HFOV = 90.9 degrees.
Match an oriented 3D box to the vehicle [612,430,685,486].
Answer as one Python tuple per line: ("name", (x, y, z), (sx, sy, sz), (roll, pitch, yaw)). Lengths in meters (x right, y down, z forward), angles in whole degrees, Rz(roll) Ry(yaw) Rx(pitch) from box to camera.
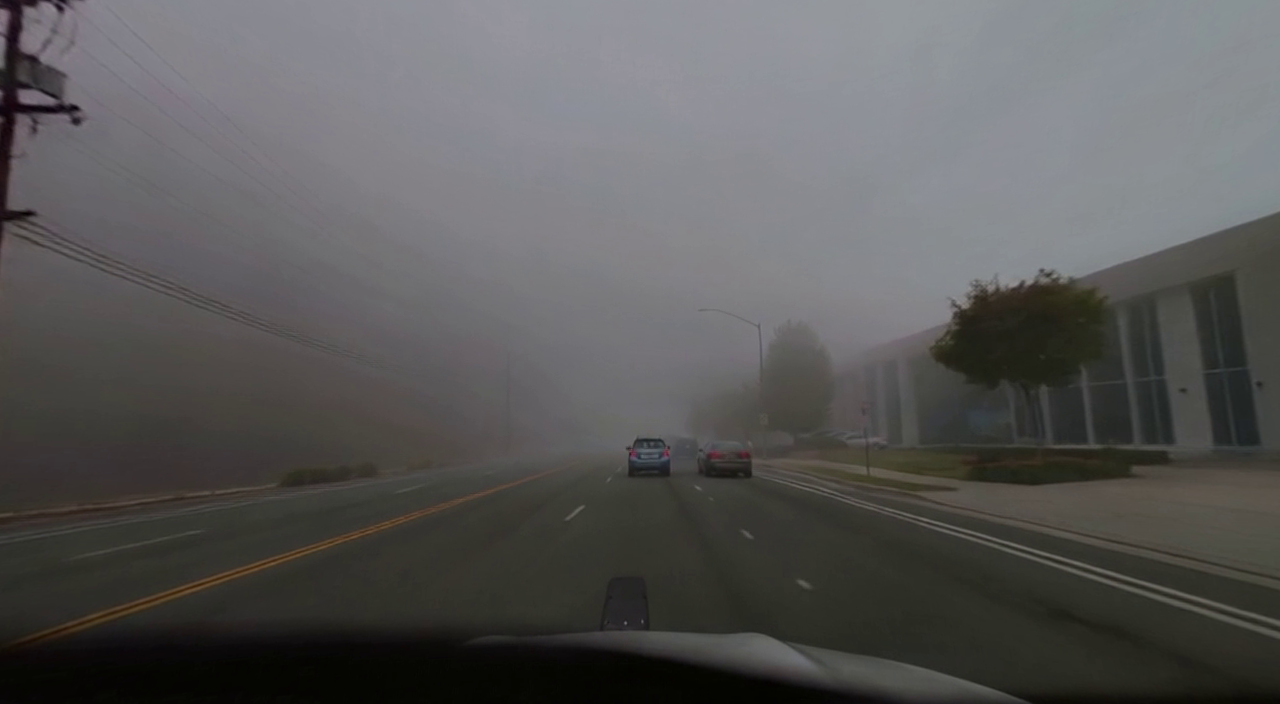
("vehicle", (0.273, 3.509, 21.157), (2.200, 1.653, 4.127), (0, -8, 0))

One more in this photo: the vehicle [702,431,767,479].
("vehicle", (3.594, 4.002, 24.697), (1.914, 1.698, 4.049), (0, -8, 0))

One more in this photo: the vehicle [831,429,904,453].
("vehicle", (15.987, 6.297, 44.522), (4.366, 1.701, 1.965), (0, -8, 0))
